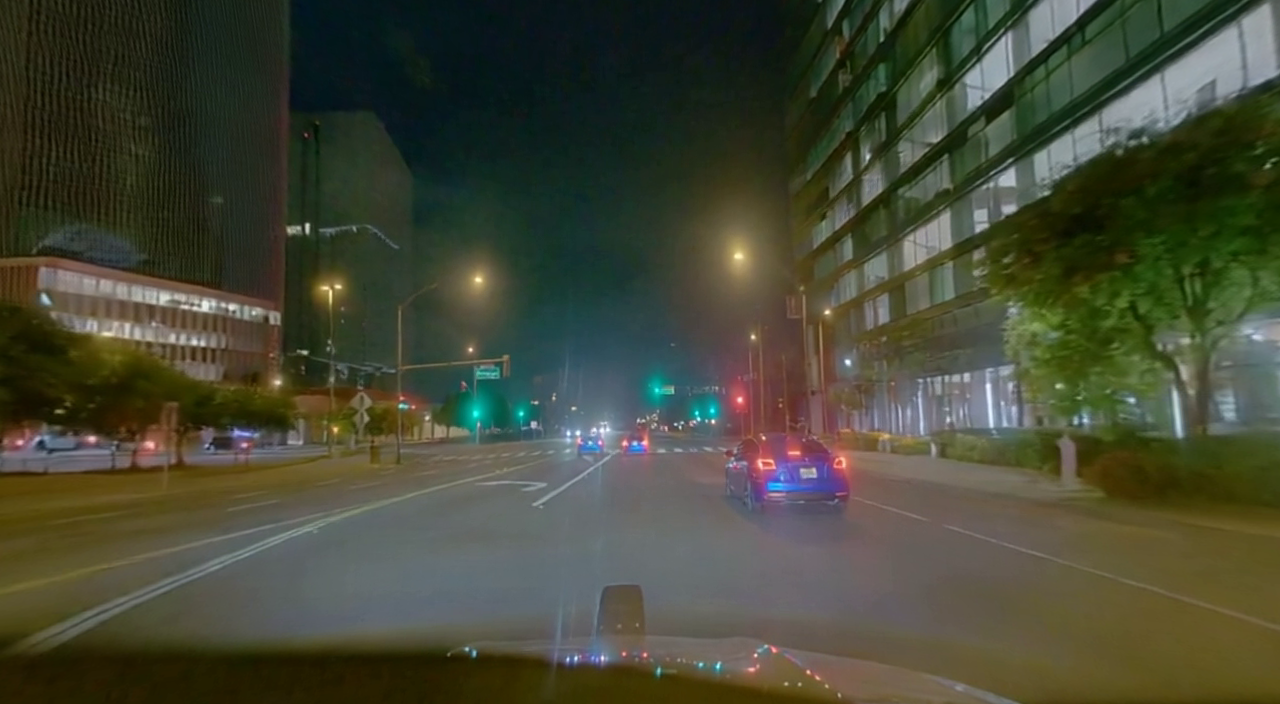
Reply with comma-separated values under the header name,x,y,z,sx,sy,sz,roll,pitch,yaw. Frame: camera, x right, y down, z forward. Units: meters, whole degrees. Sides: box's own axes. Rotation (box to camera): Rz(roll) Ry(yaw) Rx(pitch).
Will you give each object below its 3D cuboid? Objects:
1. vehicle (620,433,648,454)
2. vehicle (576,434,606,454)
name,x,y,z,sx,sy,sz,roll,pitch,yaw
vehicle,-0.449,6.766,47.063,2.016,1.478,3.795,0,-7,0
vehicle,-3.672,6.966,48.107,1.995,1.479,4.627,0,-7,-1
